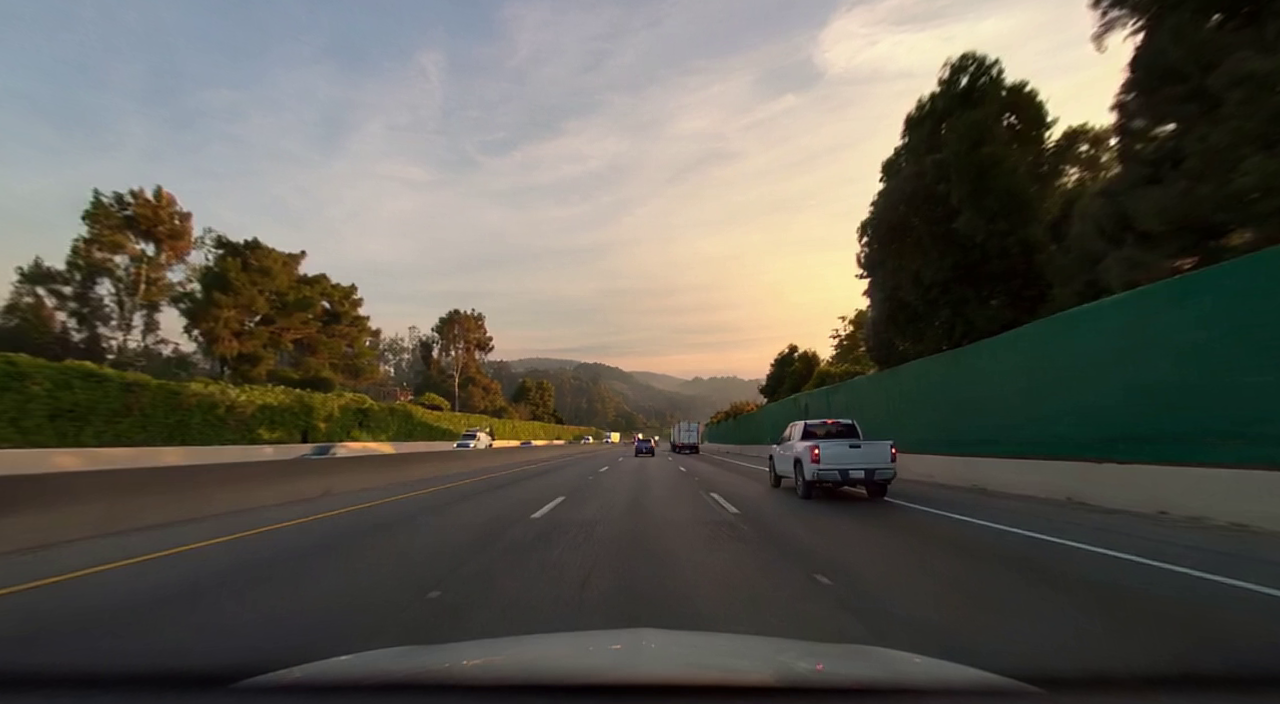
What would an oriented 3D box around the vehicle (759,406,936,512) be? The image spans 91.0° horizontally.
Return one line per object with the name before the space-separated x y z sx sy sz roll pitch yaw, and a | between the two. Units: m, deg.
vehicle | 4.369 2.368 14.411 2.209 1.943 5.262 0 -8 -1
